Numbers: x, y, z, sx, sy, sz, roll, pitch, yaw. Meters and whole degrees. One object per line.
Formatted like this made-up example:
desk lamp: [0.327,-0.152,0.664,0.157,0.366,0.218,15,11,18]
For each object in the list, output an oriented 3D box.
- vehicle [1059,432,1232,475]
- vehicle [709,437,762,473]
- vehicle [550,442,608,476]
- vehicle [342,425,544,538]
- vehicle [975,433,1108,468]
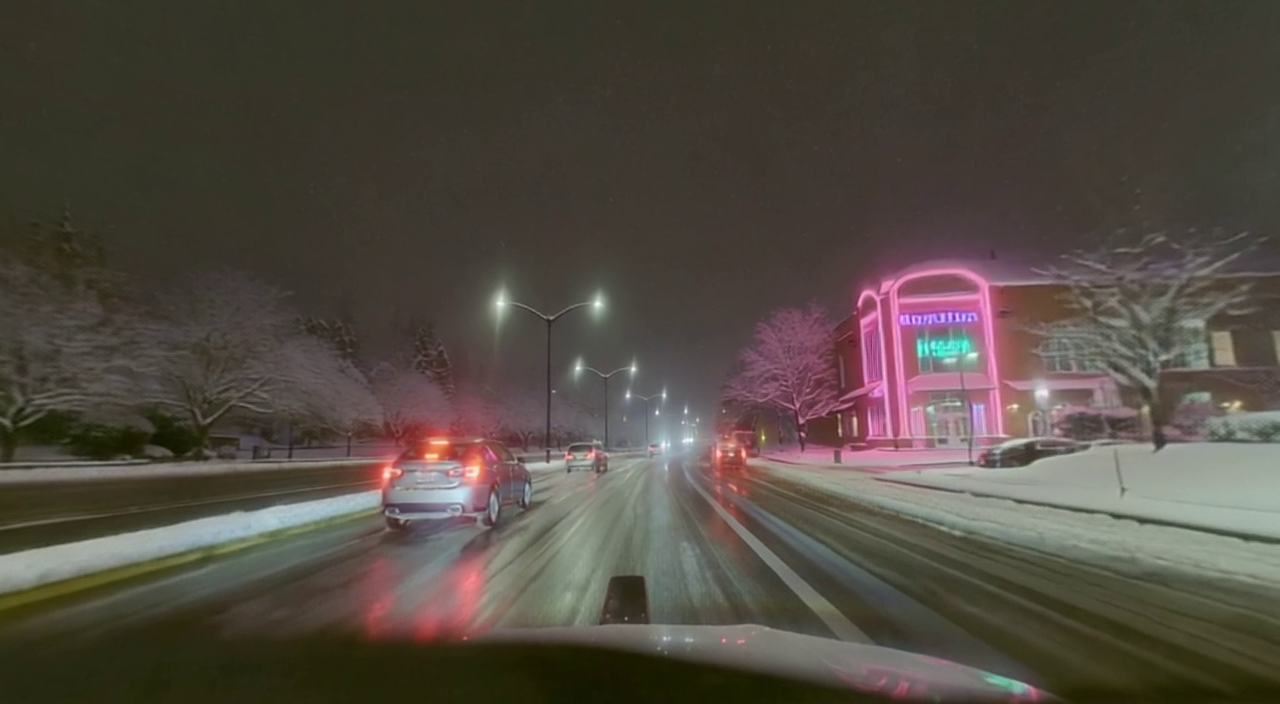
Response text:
vehicle: [18.519,3.736,23.279,4.502,1.454,2.129,0,-8,1]
vehicle: [4.758,5.191,32.049,2.103,1.699,4.171,0,-8,1]
vehicle: [-2.722,4.897,29.105,1.980,1.454,4.226,-1,-8,3]
vehicle: [-3.134,2.166,11.202,2.118,1.568,4.436,0,-8,1]
vehicle: [18.357,4.523,28.986,4.583,1.491,2.192,0,-8,-1]
